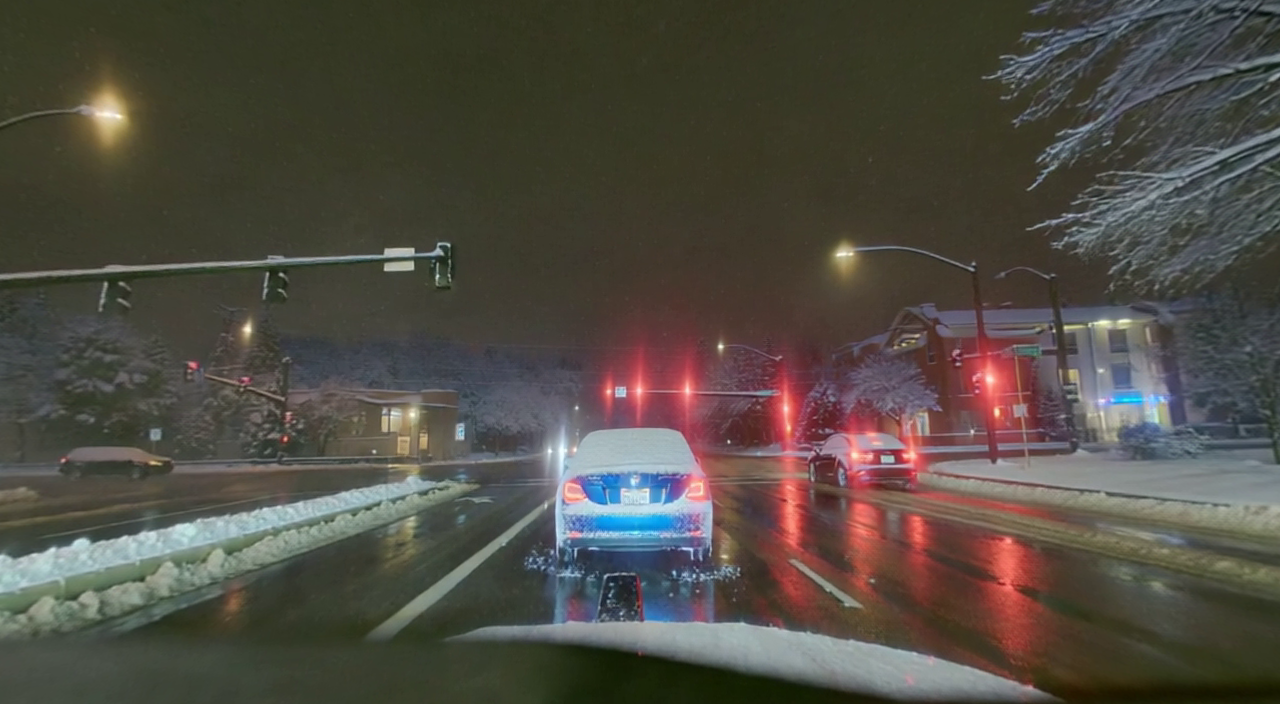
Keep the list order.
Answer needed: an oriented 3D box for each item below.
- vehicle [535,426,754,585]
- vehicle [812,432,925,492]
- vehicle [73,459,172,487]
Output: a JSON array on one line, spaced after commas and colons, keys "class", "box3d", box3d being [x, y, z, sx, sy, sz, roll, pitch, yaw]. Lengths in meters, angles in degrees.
[{"class": "vehicle", "box3d": [-0.015, 1.767, 8.157, 2.070, 1.488, 4.206, 0, -8, -2]}, {"class": "vehicle", "box3d": [7.053, 3.439, 20.068, 2.039, 1.692, 4.319, 0, -8, 1]}, {"class": "vehicle", "box3d": [-32.397, 7.557, 39.641, 4.401, 1.625, 1.863, 0, -8, -4]}]
